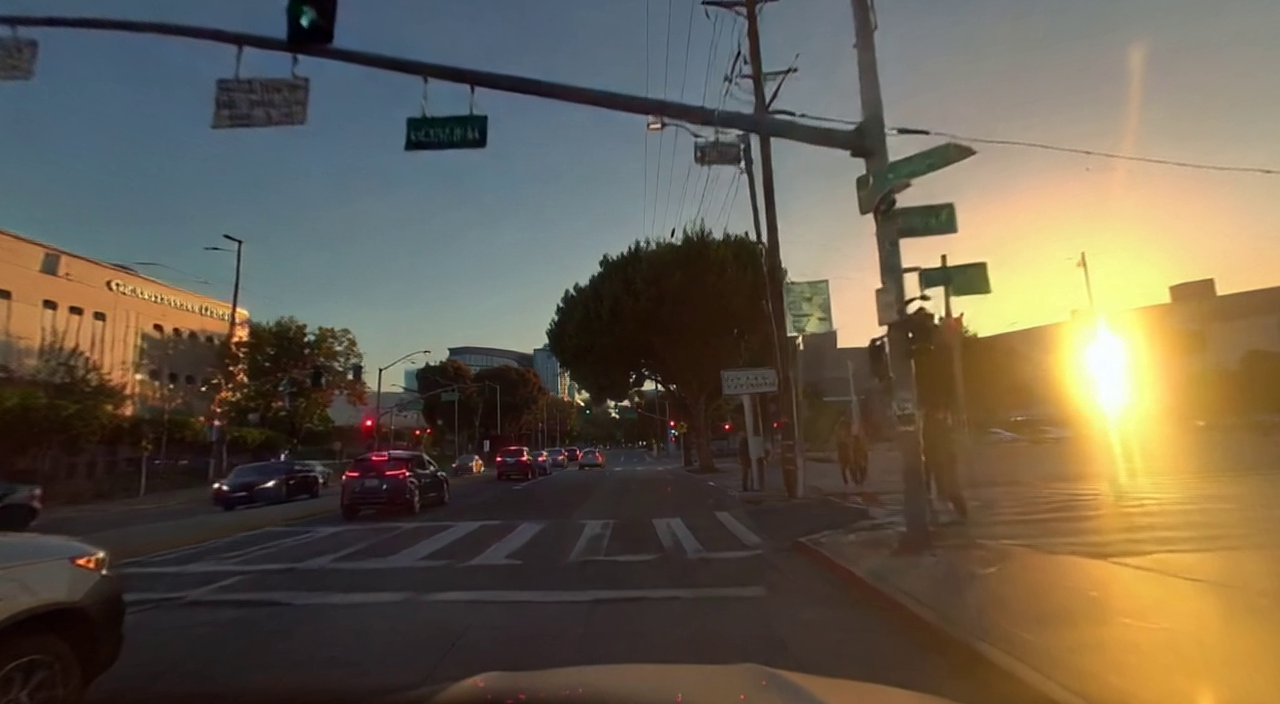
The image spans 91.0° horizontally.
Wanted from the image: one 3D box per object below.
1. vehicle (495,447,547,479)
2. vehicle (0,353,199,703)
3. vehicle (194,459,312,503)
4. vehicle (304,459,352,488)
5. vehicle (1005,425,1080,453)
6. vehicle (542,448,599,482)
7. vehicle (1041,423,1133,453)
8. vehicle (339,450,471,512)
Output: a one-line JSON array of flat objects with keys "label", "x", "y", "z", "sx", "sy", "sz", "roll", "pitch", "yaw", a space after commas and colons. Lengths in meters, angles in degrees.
[{"label": "vehicle", "x": -6.478, "y": 6.074, "z": 34.754, "sx": 2.012, "sy": 1.664, "sz": 3.917, "roll": 0, "pitch": -9, "yaw": 1}, {"label": "vehicle", "x": -3.316, "y": 0.652, "z": 0.924, "sx": 2.042, "sy": 1.673, "sz": 4.516, "roll": 0, "pitch": -9, "yaw": 0}, {"label": "vehicle", "x": -15.323, "y": 5.117, "z": 25.263, "sx": 1.979, "sy": 1.507, "sz": 4.226, "roll": 0, "pitch": -9, "yaw": 1}, {"label": "vehicle", "x": -18.964, "y": 7.327, "z": 38.154, "sx": 1.964, "sy": 1.569, "sz": 4.256, "roll": 6, "pitch": -10, "yaw": -34}, {"label": "vehicle", "x": 24.730, "y": 5.402, "z": 38.833, "sx": 1.690, "sy": 1.559, "sz": 3.521, "roll": 5, "pitch": -11, "yaw": -18}, {"label": "vehicle", "x": -3.254, "y": 5.378, "z": 30.287, "sx": 2.147, "sy": 1.472, "sz": 4.406, "roll": 0, "pitch": -9, "yaw": 1}, {"label": "vehicle", "x": 27.656, "y": 5.391, "z": 39.148, "sx": 2.083, "sy": 1.668, "sz": 4.638, "roll": -1, "pitch": -10, "yaw": -3}, {"label": "vehicle", "x": -6.505, "y": 3.591, "z": 18.079, "sx": 1.960, "sy": 1.479, "sz": 4.654, "roll": 0, "pitch": -9, "yaw": 0}]
